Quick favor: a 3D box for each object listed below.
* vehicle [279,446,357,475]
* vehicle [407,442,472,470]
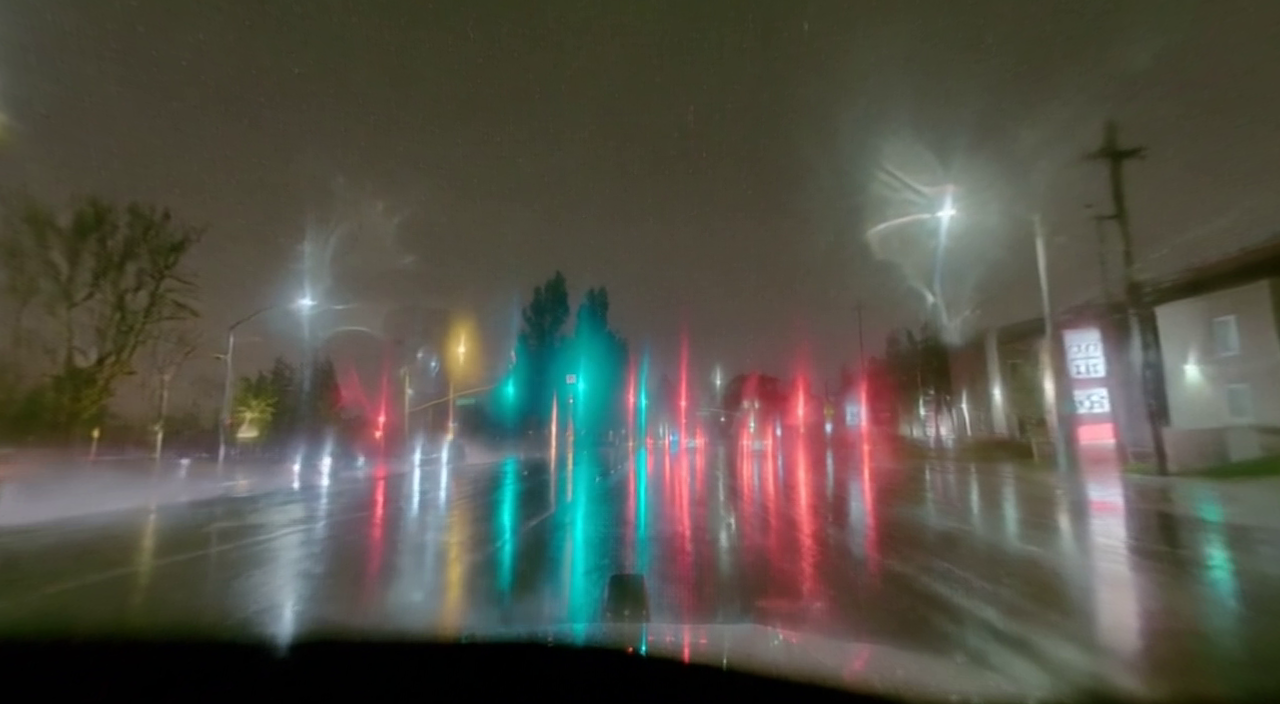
[{"bbox_3d":[-18.147,6.128,35.794,1.939,1.500,4.547,0,-8,1],"label":"vehicle"},{"bbox_3d":[-11.028,5.737,35.051,1.943,1.463,4.707,0,-8,1],"label":"vehicle"}]
